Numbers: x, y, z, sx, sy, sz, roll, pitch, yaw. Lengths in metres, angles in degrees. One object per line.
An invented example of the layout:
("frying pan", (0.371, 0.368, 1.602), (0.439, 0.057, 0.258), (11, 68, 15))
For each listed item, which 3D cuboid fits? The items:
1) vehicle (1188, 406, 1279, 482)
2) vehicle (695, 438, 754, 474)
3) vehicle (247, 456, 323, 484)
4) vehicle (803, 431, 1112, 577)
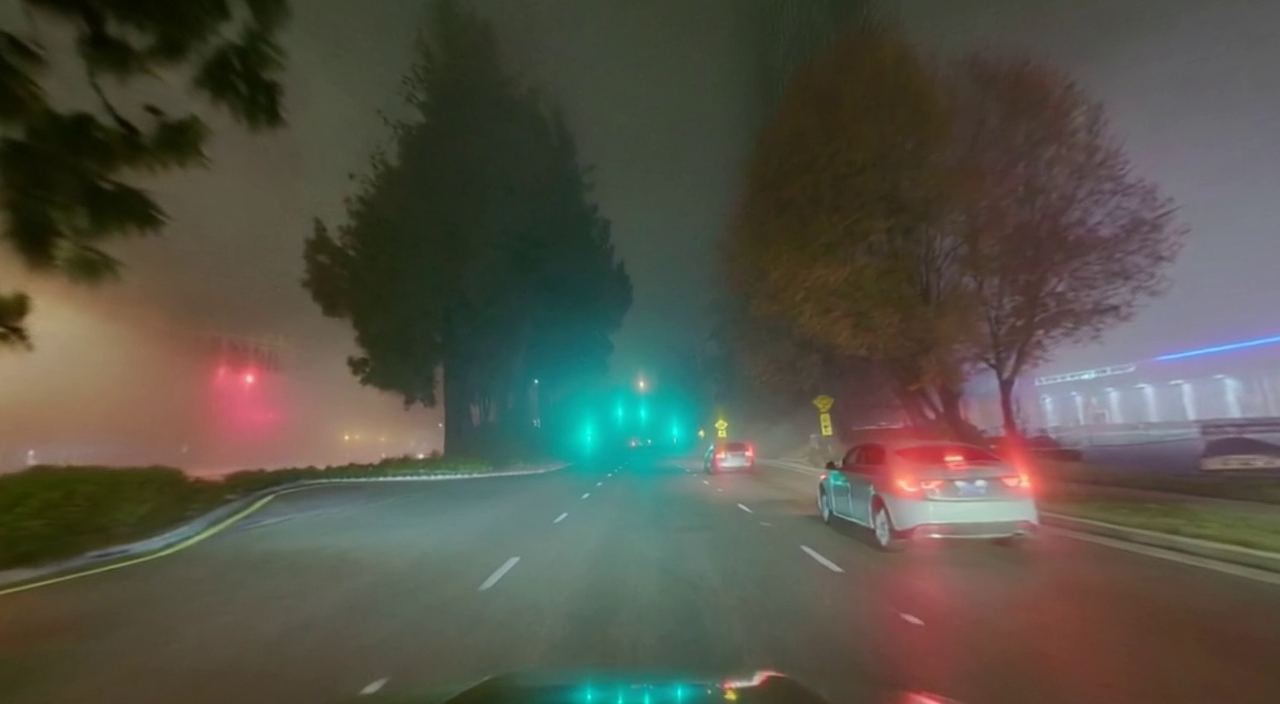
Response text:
("vehicle", (14.891, 2.215, 15.185), (2.165, 1.591, 4.471), (-8, -12, 43))
("vehicle", (3.769, 4.724, 28.952), (1.939, 1.474, 4.716), (0, -8, -1))
("vehicle", (-22.024, 7.313, 39.346), (1.906, 1.547, 4.956), (0, -8, -1))
("vehicle", (3.743, 1.836, 8.488), (1.872, 1.431, 4.270), (0, -8, -1))
